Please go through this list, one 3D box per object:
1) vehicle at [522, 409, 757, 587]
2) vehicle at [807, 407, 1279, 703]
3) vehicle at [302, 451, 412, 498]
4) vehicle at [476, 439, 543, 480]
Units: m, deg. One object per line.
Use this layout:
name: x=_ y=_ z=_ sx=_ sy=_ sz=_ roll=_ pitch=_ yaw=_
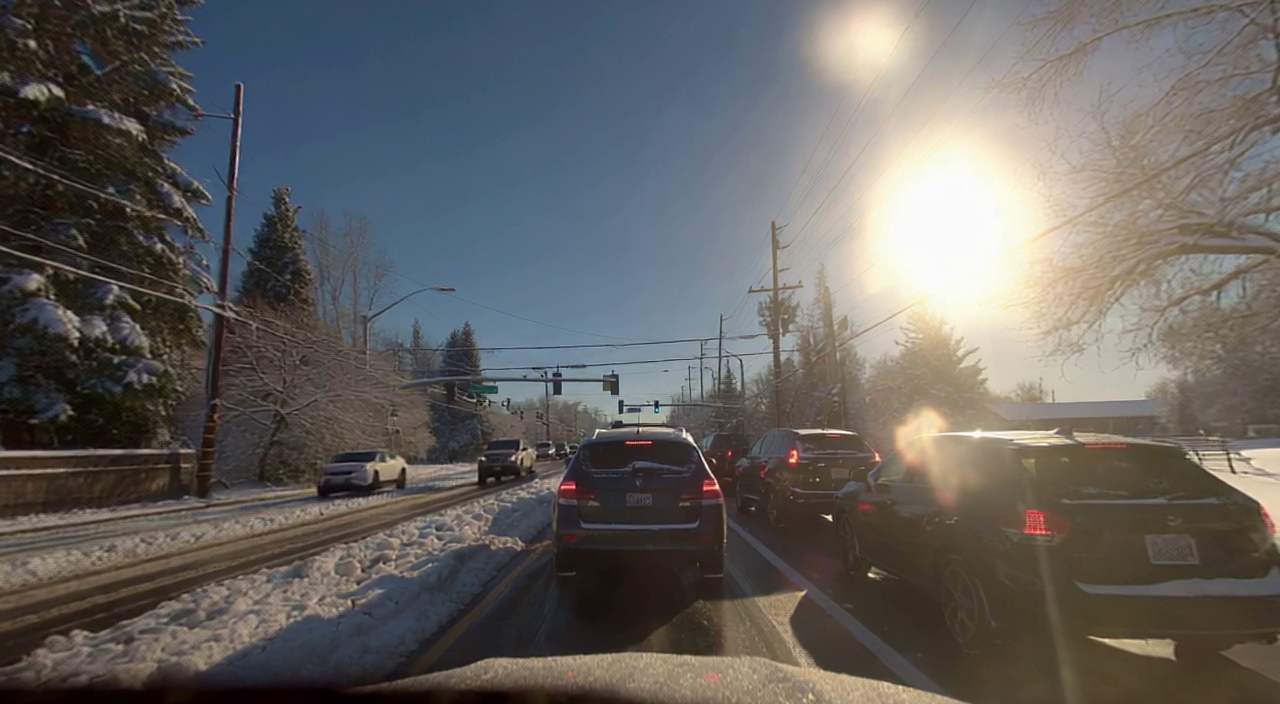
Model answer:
vehicle: x=0.002 y=1.680 z=8.057 sx=2.200 sy=1.653 sz=4.127 roll=0 pitch=-8 yaw=0
vehicle: x=2.885 y=1.309 z=4.992 sx=1.950 sy=1.487 sz=4.275 roll=0 pitch=-8 yaw=0
vehicle: x=-9.920 y=4.287 z=22.485 sx=1.921 sy=1.471 sz=4.137 roll=0 pitch=-8 yaw=1
vehicle: x=-5.999 y=4.981 z=29.603 sx=2.068 sy=1.739 sz=4.572 roll=-1 pitch=-8 yaw=2
